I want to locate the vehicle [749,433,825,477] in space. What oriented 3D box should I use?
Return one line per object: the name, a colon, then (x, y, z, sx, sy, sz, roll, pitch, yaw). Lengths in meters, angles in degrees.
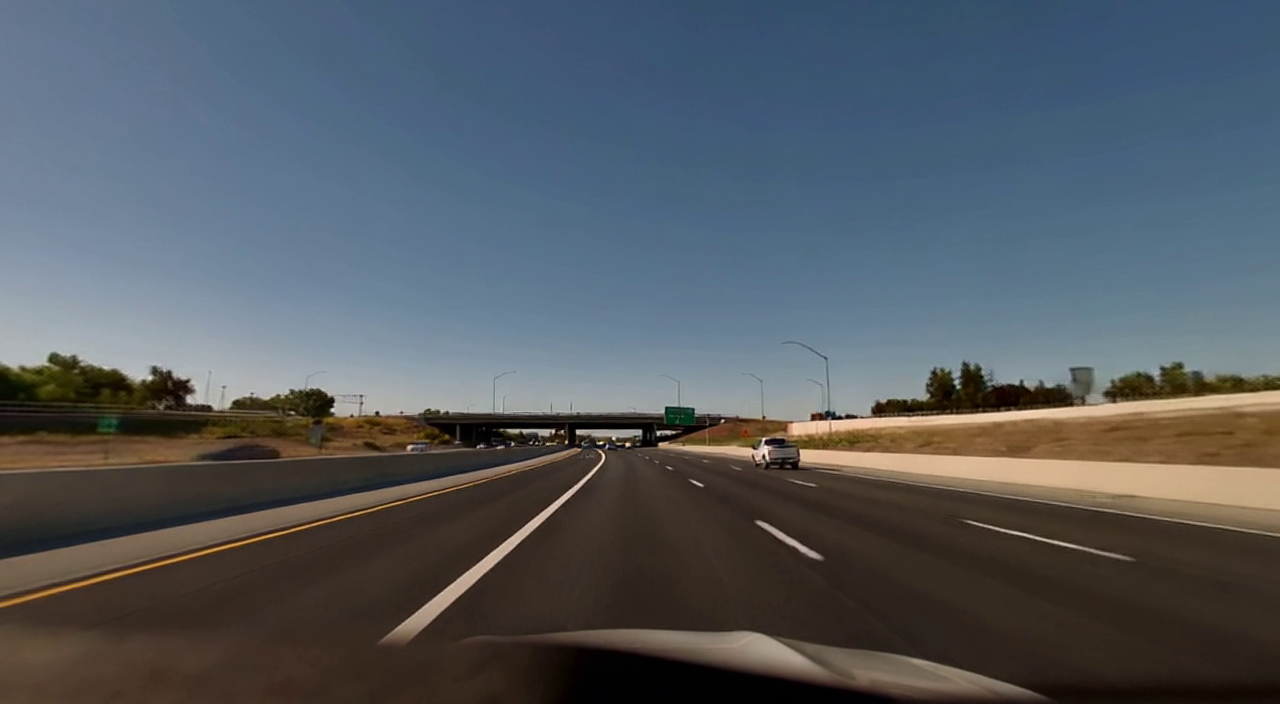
vehicle: (6.300, 4.483, 27.694, 2.104, 1.723, 4.538, 0, -8, -2)
